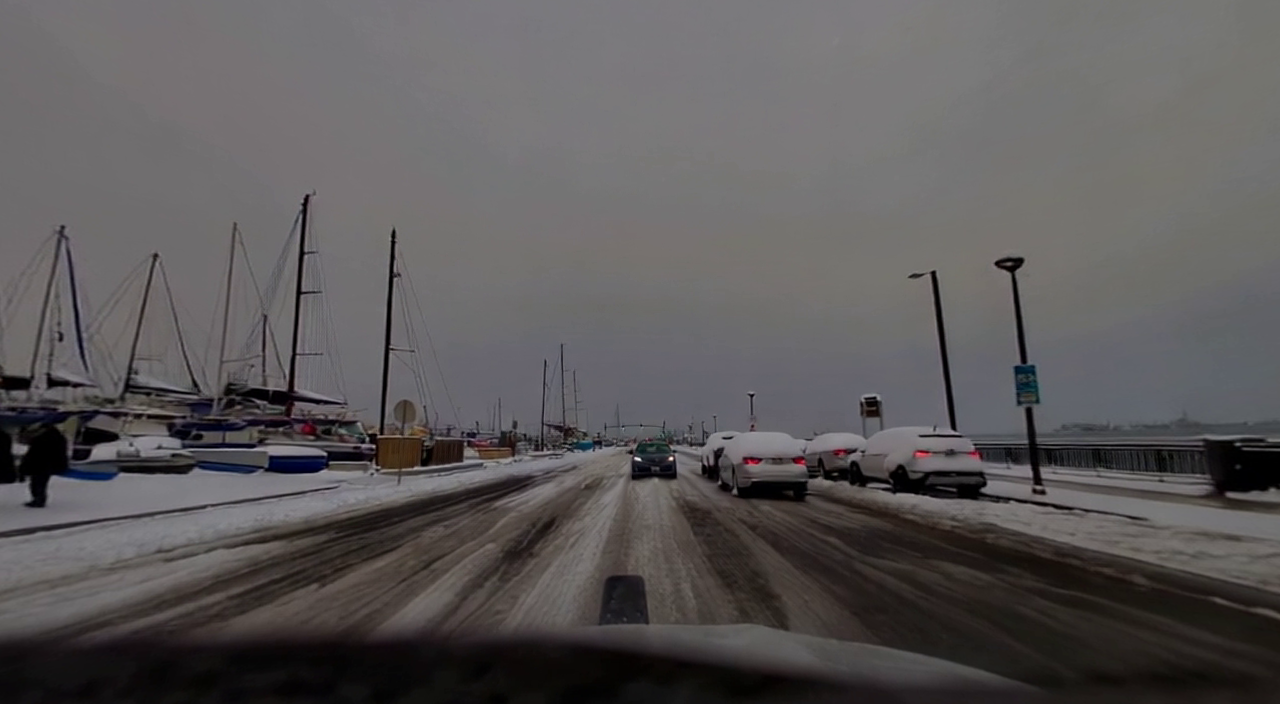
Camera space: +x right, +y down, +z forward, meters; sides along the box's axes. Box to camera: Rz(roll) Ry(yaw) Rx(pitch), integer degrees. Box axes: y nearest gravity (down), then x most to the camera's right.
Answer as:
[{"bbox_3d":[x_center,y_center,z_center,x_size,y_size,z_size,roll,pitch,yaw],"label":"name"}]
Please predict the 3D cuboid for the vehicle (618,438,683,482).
[{"bbox_3d":[0.429,4.099,24.197,2.284,1.496,3.949,-1,-8,1],"label":"vehicle"}]

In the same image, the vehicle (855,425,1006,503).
[{"bbox_3d":[7.805,3.055,17.542,1.969,1.852,4.514,0,-8,-1],"label":"vehicle"}]

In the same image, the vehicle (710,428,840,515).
[{"bbox_3d":[2.805,2.593,14.142,2.047,1.640,4.051,0,-8,1],"label":"vehicle"}]
